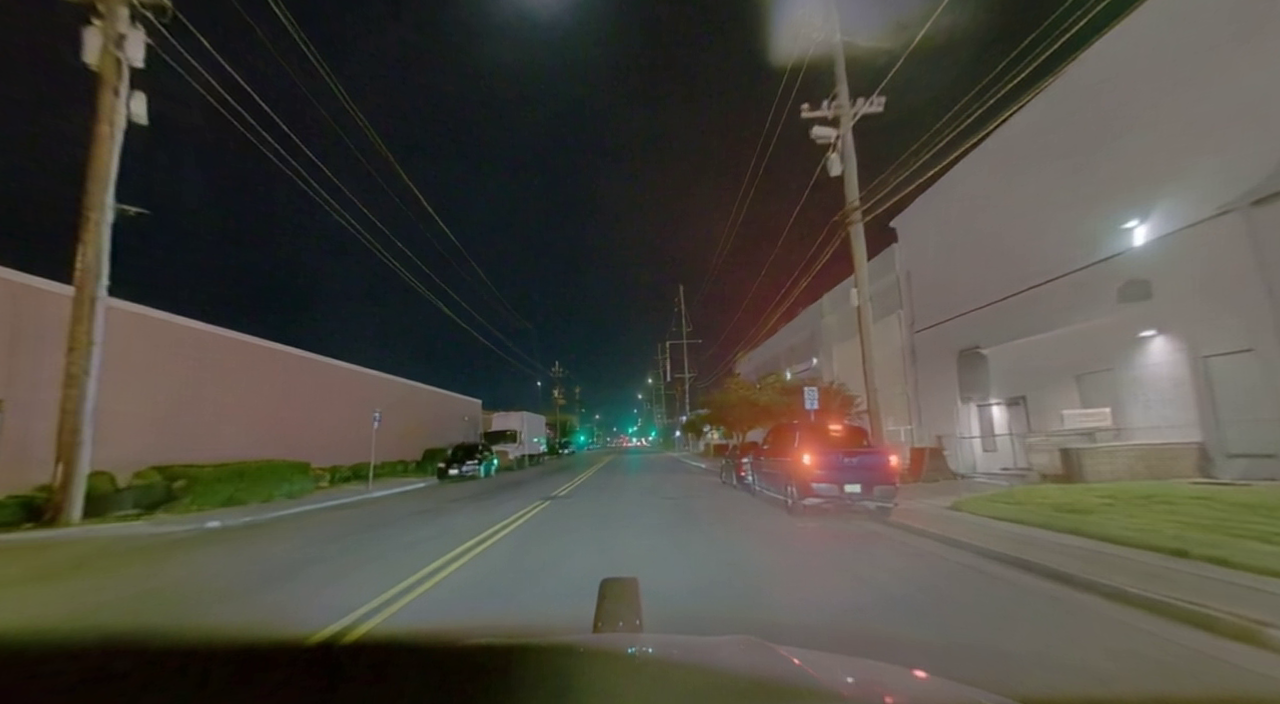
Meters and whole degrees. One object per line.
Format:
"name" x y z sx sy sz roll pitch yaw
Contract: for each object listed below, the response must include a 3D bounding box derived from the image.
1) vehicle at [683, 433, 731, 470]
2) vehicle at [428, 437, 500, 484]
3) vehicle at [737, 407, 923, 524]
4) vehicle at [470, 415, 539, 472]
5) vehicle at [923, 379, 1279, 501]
"vehicle" 3.595 5.444 34.644 2.026 1.857 4.699 1 -8 -1
"vehicle" -7.918 4.934 28.876 2.123 1.802 4.486 -4 -9 -2
"vehicle" 3.698 2.375 13.822 2.333 1.967 6.008 0 -8 1
"vehicle" -8.242 5.698 39.395 2.832 3.101 7.143 -1 -8 -1
"vehicle" 10.925 2.015 14.754 7.236 2.219 2.674 -3 -8 -1
